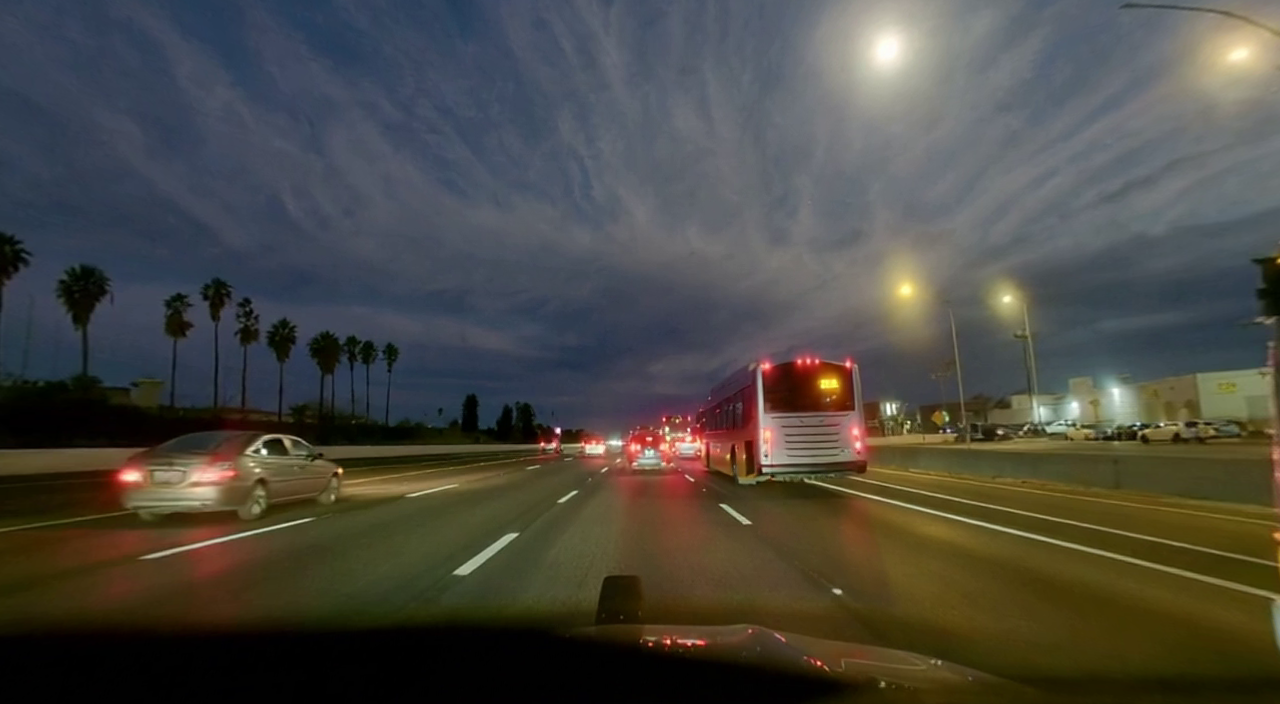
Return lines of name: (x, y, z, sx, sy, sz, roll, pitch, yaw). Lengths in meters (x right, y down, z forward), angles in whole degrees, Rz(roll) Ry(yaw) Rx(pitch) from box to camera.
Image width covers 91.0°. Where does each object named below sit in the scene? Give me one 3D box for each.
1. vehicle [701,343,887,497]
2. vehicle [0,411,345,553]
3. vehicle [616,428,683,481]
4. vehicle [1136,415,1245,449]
vehicle: (4.286, 2.646, 21.945, 3.020, 3.622, 14.302, 0, -9, 0)
vehicle: (-7.181, 1.976, 10.260, 2.291, 1.729, 4.879, 0, -9, 1)
vehicle: (0.341, 3.844, 23.703, 2.268, 1.796, 4.280, 0, -9, 1)
vehicle: (30.701, 4.561, 35.369, 2.003, 1.777, 4.990, -1, -9, 6)
